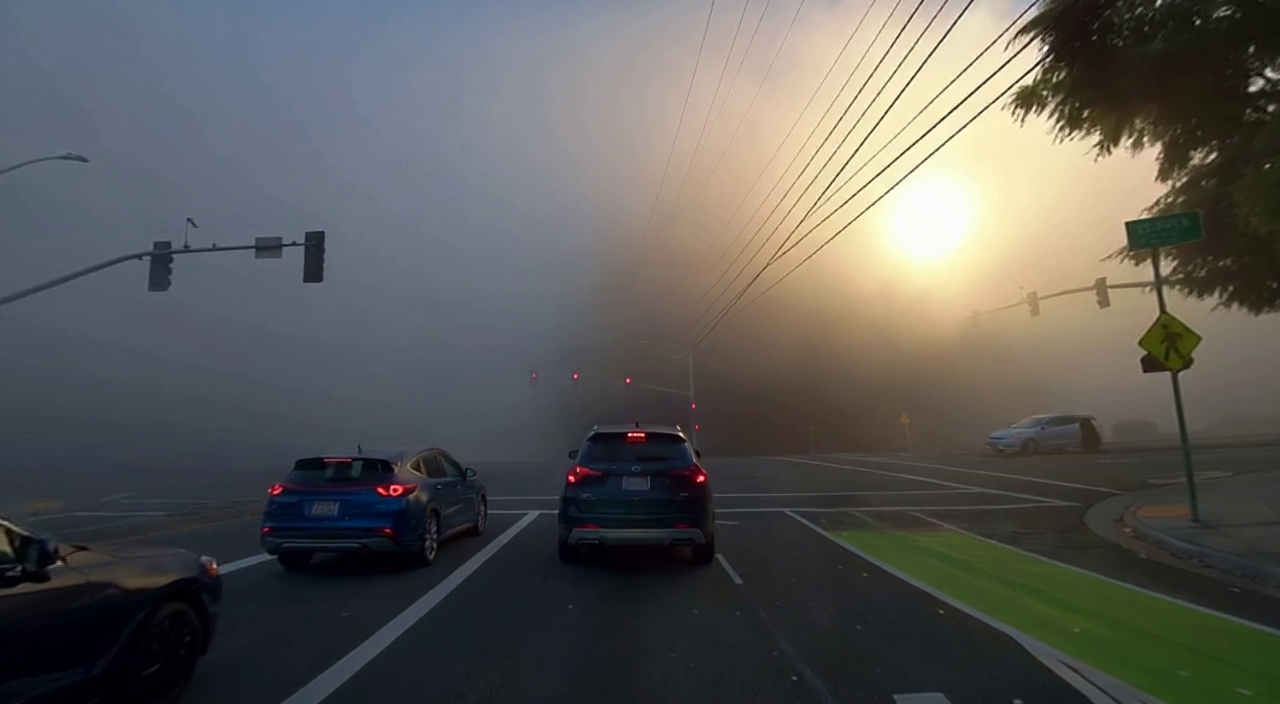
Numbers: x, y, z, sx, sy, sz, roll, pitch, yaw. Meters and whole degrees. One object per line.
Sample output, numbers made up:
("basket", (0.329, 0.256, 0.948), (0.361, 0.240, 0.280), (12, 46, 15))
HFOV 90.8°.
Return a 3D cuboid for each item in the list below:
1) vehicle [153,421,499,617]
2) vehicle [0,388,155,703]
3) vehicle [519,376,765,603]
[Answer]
("vehicle", (-2.902, 1.622, 6.932), (1.726, 1.506, 3.840), (0, -9, 1))
("vehicle", (-3.469, 0.620, 0.403), (2.138, 1.488, 5.327), (0, -8, 0))
("vehicle", (-0.020, 1.566, 7.936), (2.036, 1.885, 5.196), (0, -9, -1))
